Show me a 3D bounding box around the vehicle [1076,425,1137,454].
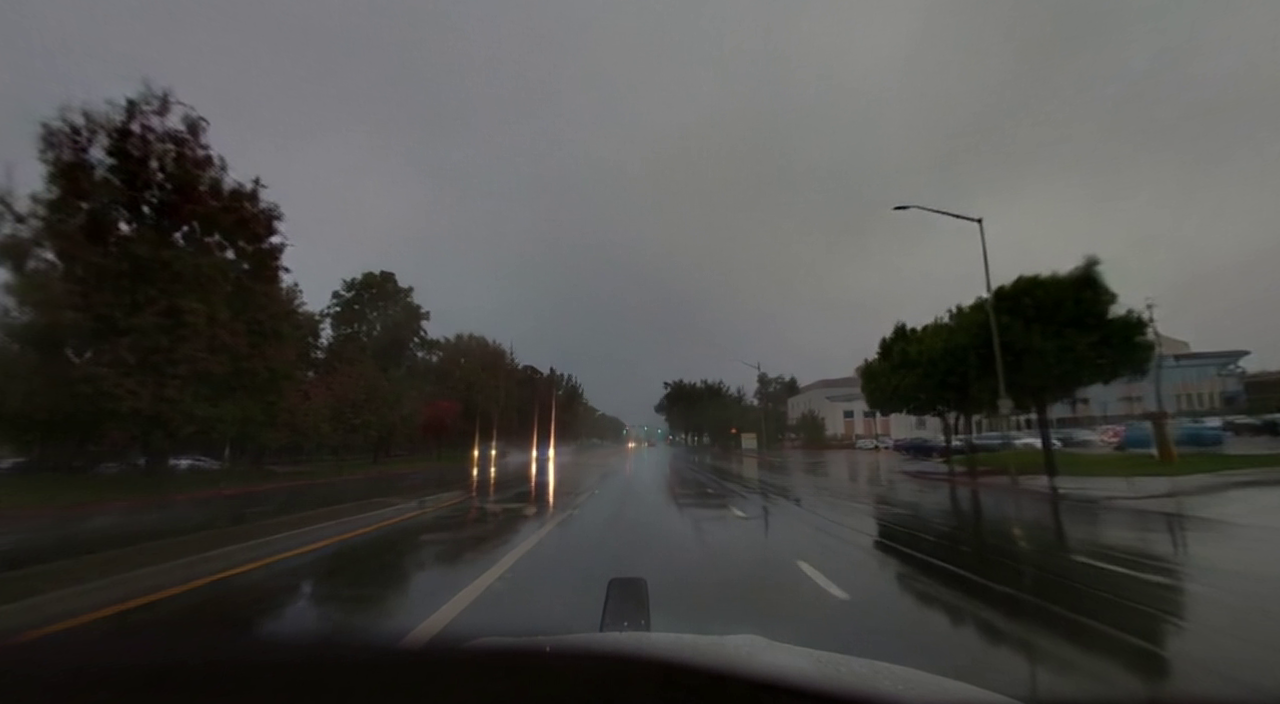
[{"bbox_3d":[36.759,6.897,49.574,5.504,1.957,2.290,3,-10,-39],"label":"vehicle"}]

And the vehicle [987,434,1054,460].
[{"bbox_3d":[25.068,6.255,41.468,4.512,1.648,1.938,6,-10,-34],"label":"vehicle"}]

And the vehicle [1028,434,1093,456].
[{"bbox_3d":[29.659,6.571,44.413,4.702,1.464,1.807,5,-10,-30],"label":"vehicle"}]
